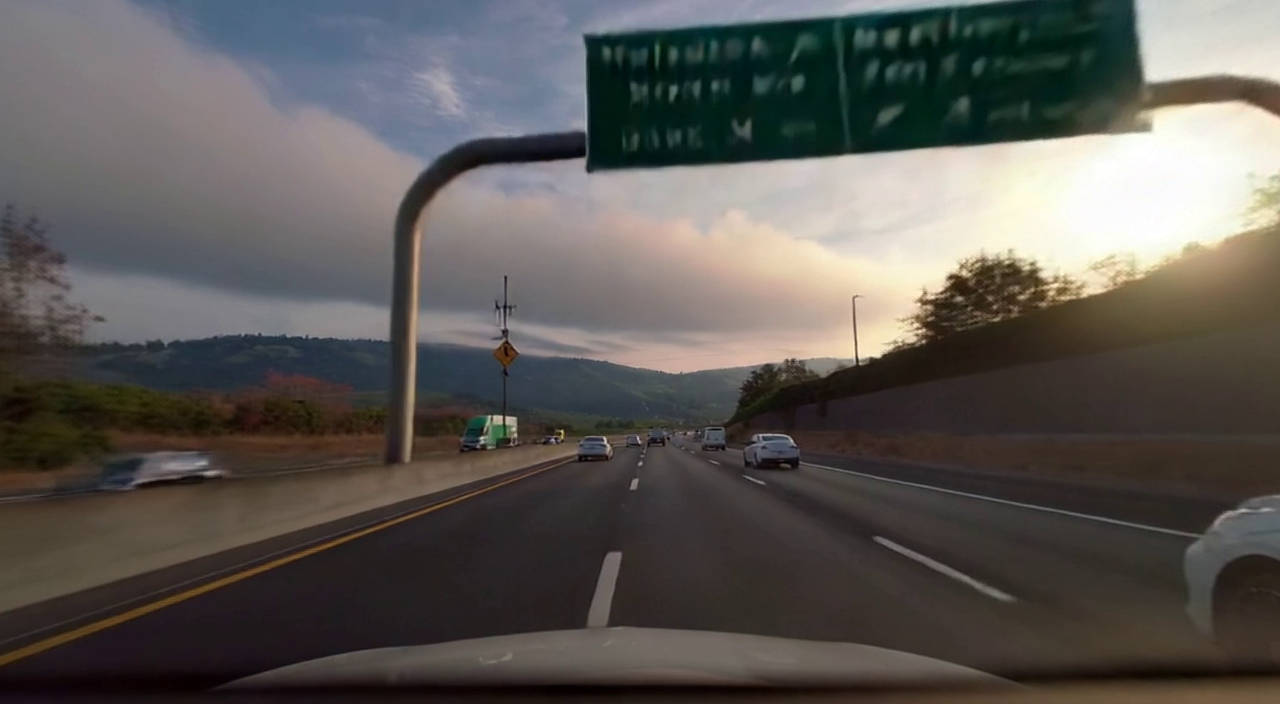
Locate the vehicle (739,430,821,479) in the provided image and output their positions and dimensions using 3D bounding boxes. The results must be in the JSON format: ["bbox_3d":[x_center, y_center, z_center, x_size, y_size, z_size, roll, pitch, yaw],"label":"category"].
[{"bbox_3d":[4.572,3.373,21.076,1.806,1.469,3.681,0,-8,-1],"label":"vehicle"}]

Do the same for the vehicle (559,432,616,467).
[{"bbox_3d":[-2.288,4.413,28.816,2.204,1.486,4.121,0,-8,1],"label":"vehicle"}]

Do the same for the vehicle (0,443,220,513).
[{"bbox_3d":[-13.834,3.215,16.761,2.087,1.553,4.617,0,-8,0],"label":"vehicle"}]
